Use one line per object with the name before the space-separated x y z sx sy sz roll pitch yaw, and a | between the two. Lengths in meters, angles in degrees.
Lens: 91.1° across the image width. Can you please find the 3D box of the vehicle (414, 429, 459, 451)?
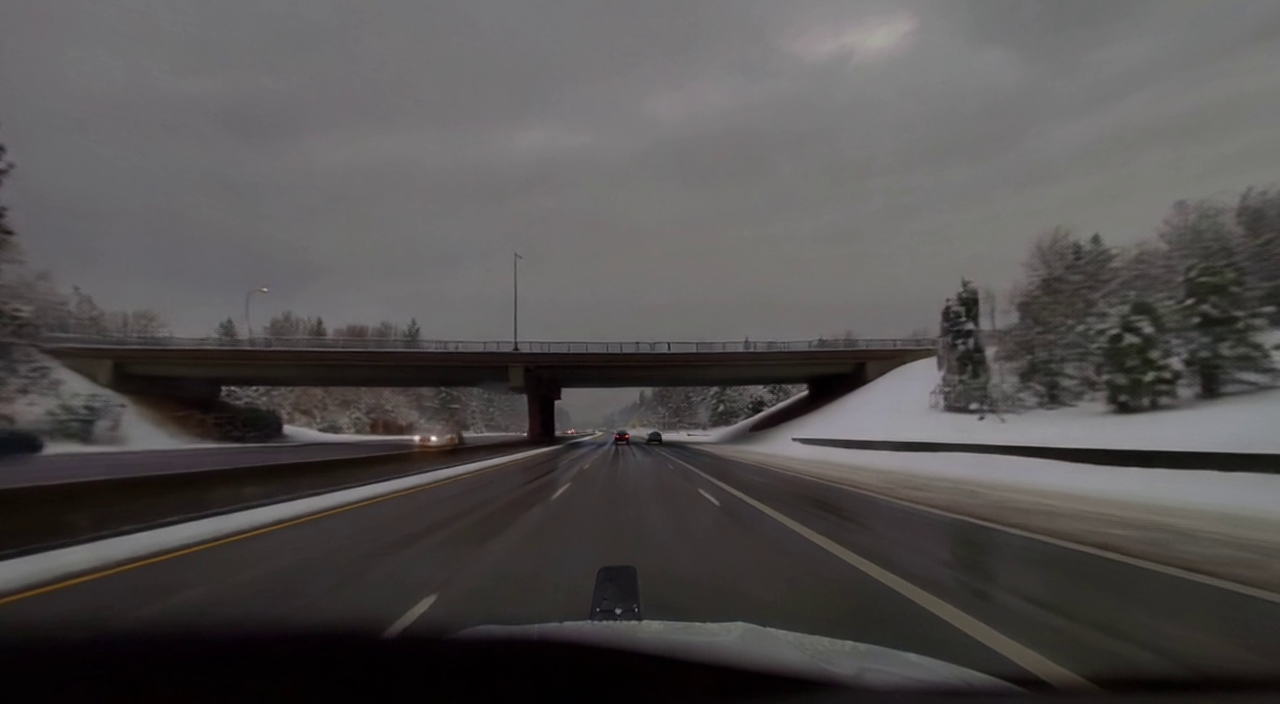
vehicle | -13.303 5.762 41.273 1.758 1.408 3.818 0 -8 -1
